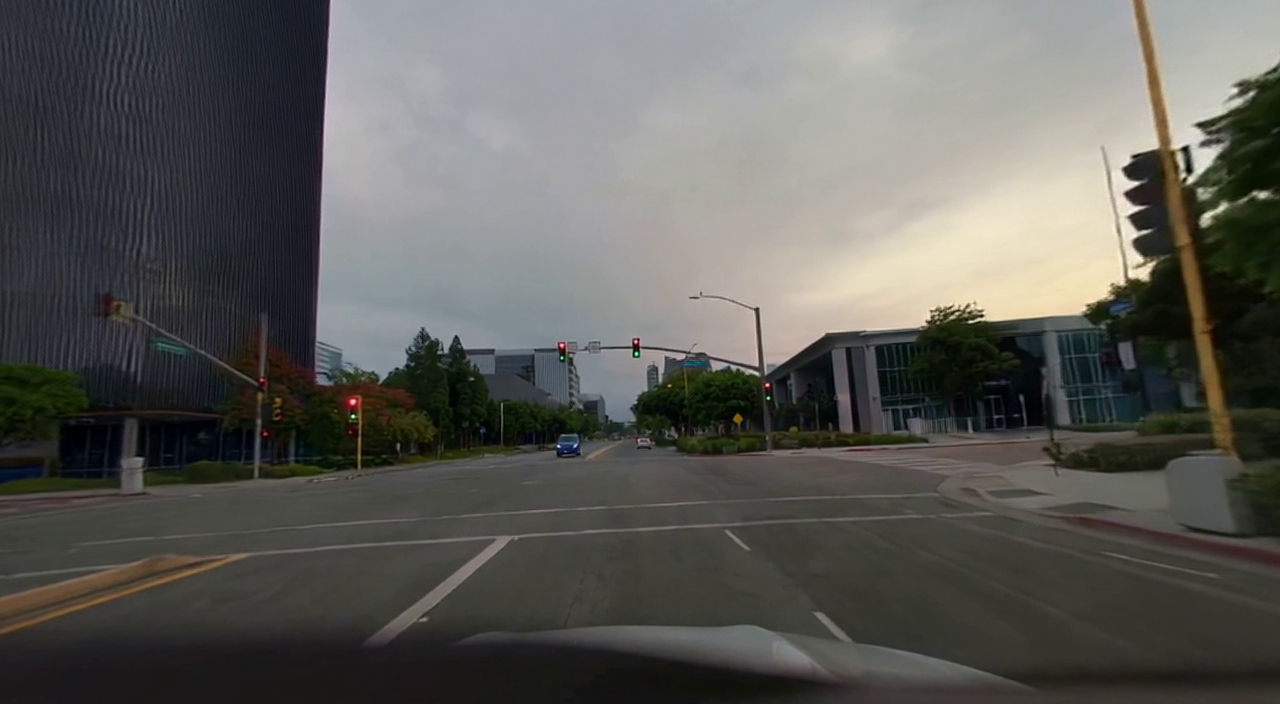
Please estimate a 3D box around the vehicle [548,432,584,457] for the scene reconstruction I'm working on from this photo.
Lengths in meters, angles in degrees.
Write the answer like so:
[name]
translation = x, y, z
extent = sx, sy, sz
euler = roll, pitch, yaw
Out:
[vehicle]
translation = -5.235, 6.623, 45.083
extent = 1.988, 1.666, 4.074
euler = 0, -9, 1
